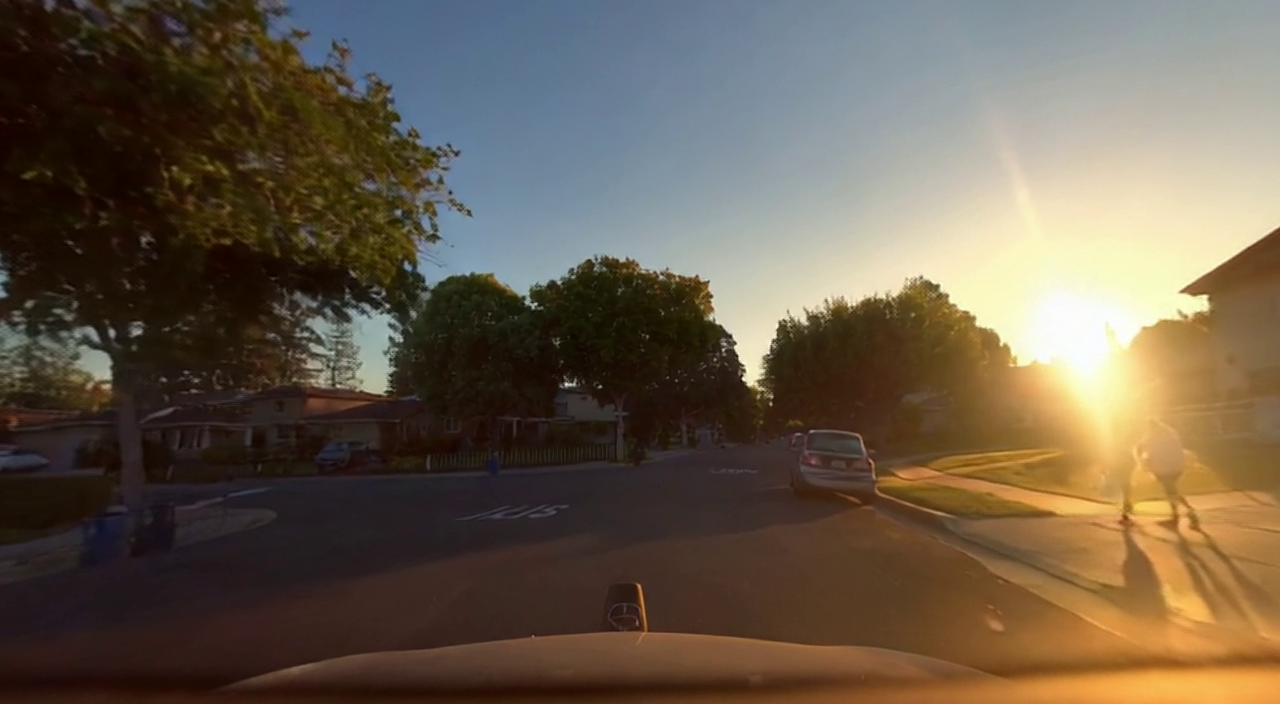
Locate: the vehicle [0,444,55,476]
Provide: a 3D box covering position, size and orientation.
[{"bbox_3d":[-39.403,6.661,39.070,2.206,1.858,4.918,1,-8,-8],"label":"vehicle"}]

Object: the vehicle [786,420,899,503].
[{"bbox_3d":[4.835,2.700,15.752,2.053,1.737,4.375,-2,-9,10],"label":"vehicle"}]

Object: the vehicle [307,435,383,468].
[{"bbox_3d":[-17.450,5.940,37.663,2.021,1.798,4.491,-1,-9,6],"label":"vehicle"}]
